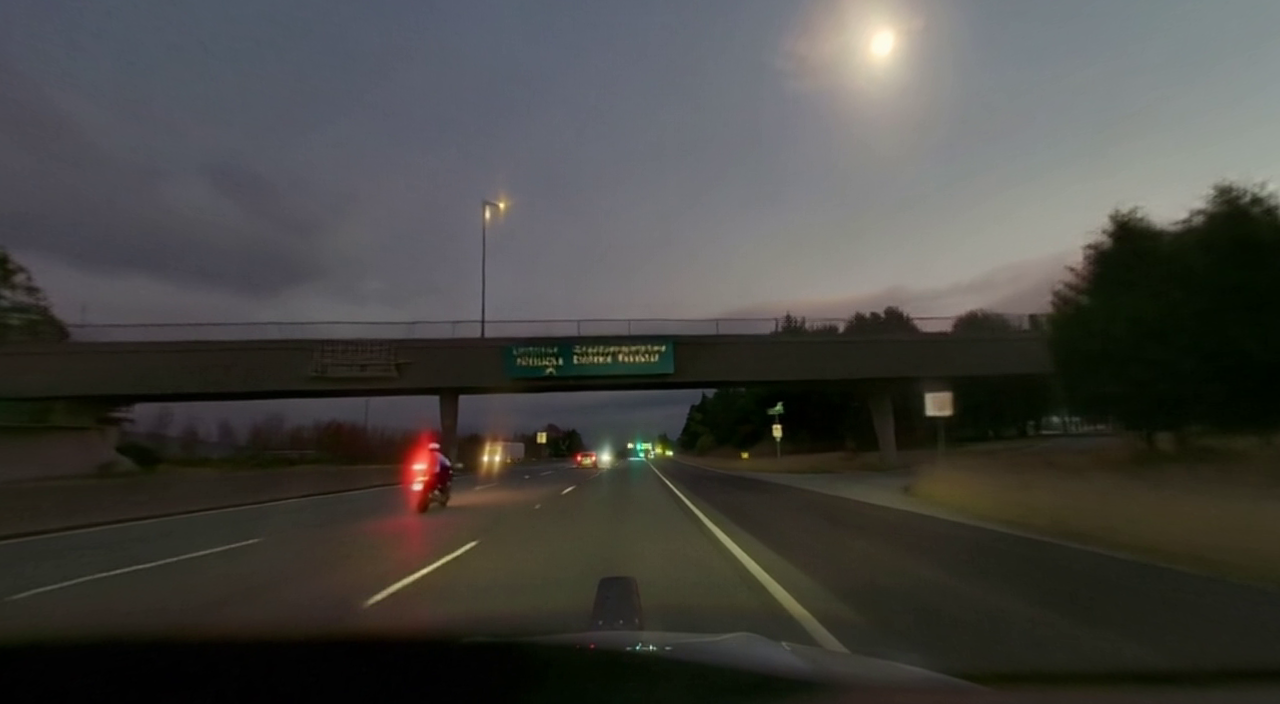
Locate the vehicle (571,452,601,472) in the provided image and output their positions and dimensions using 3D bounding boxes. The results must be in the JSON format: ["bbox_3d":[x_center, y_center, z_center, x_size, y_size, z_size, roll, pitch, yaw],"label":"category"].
[{"bbox_3d":[-4.222,8.673,49.972,1.992,1.504,4.117,0,-9,0],"label":"vehicle"}]
